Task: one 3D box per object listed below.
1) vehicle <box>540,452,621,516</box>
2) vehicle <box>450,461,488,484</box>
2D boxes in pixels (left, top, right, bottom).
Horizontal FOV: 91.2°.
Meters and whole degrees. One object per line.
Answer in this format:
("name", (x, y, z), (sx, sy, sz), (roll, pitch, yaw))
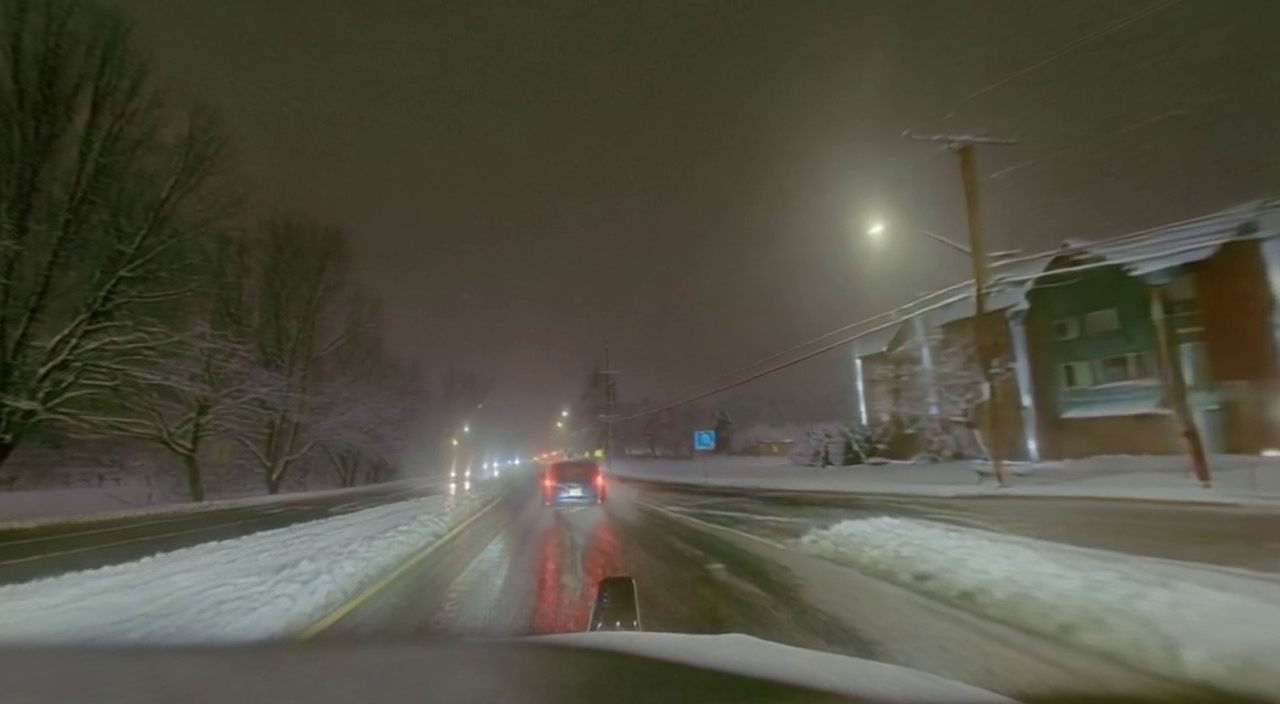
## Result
("vehicle", (-1.790, 3.614, 17.619), (2.014, 1.525, 3.670), (0, -9, -9))
("vehicle", (-12.881, 9.077, 47.444), (2.018, 1.498, 4.168), (0, -9, -6))
